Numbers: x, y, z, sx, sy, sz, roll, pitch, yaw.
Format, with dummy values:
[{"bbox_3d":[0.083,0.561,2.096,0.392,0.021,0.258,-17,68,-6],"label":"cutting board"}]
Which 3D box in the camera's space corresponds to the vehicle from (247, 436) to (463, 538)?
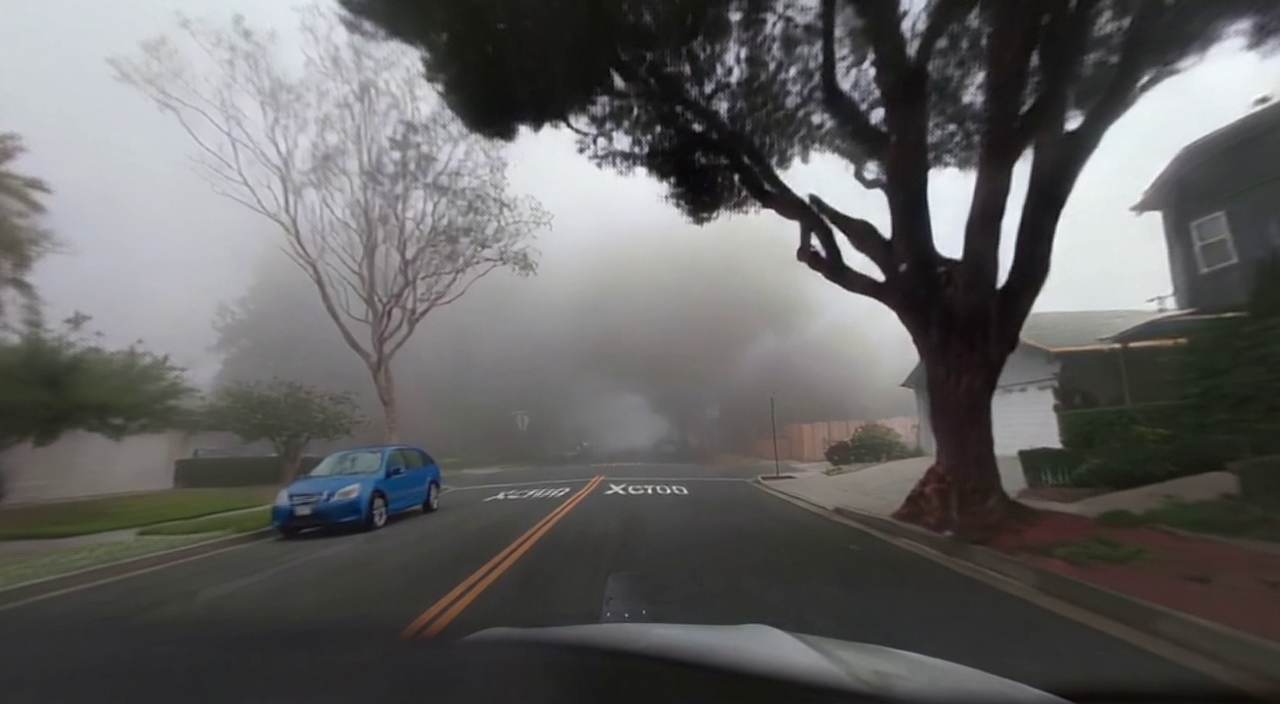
[{"bbox_3d":[-5.096,2.441,12.148,2.038,1.571,4.524,0,-8,0],"label":"vehicle"}]
